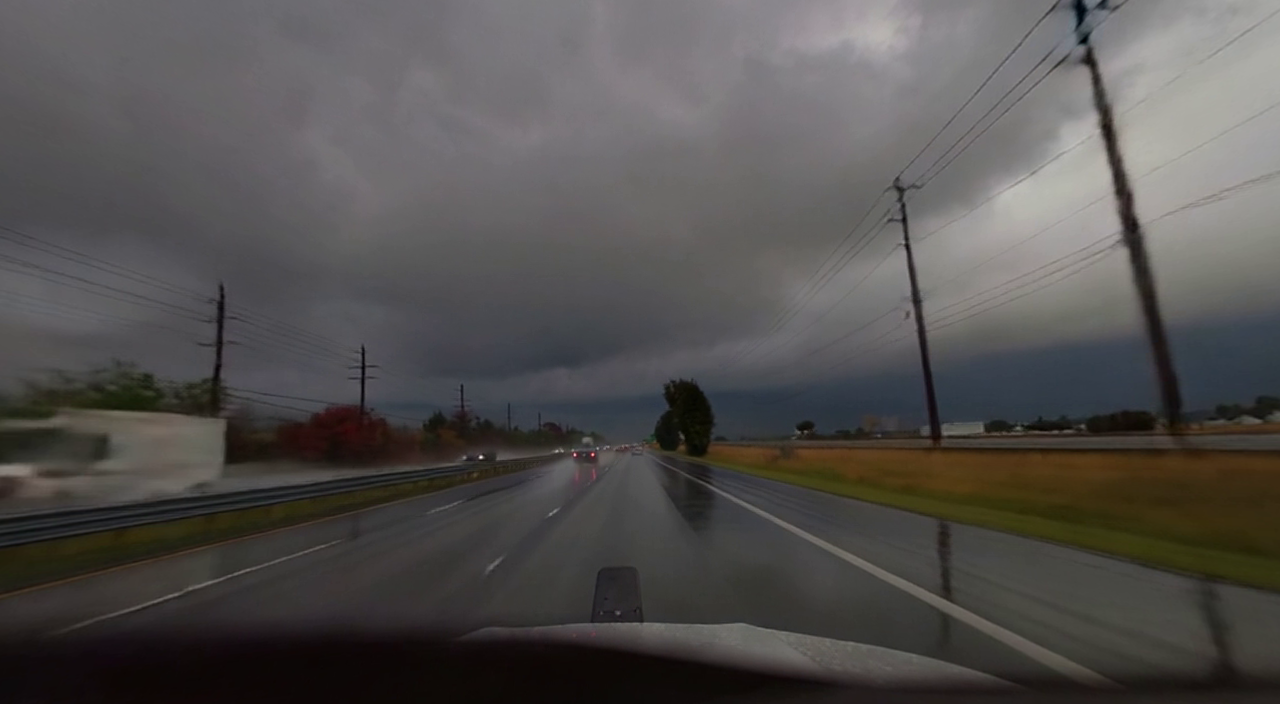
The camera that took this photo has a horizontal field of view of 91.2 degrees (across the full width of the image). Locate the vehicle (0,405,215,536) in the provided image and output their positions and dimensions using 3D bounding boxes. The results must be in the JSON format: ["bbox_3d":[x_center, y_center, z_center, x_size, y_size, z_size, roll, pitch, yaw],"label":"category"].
[{"bbox_3d":[-12.740,2.597,14.277,2.329,2.393,5.349,0,-9,-1],"label":"vehicle"}]

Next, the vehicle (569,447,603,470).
[{"bbox_3d":[-3.881,7.741,45.642,2.123,1.545,4.404,0,-9,0],"label":"vehicle"}]
